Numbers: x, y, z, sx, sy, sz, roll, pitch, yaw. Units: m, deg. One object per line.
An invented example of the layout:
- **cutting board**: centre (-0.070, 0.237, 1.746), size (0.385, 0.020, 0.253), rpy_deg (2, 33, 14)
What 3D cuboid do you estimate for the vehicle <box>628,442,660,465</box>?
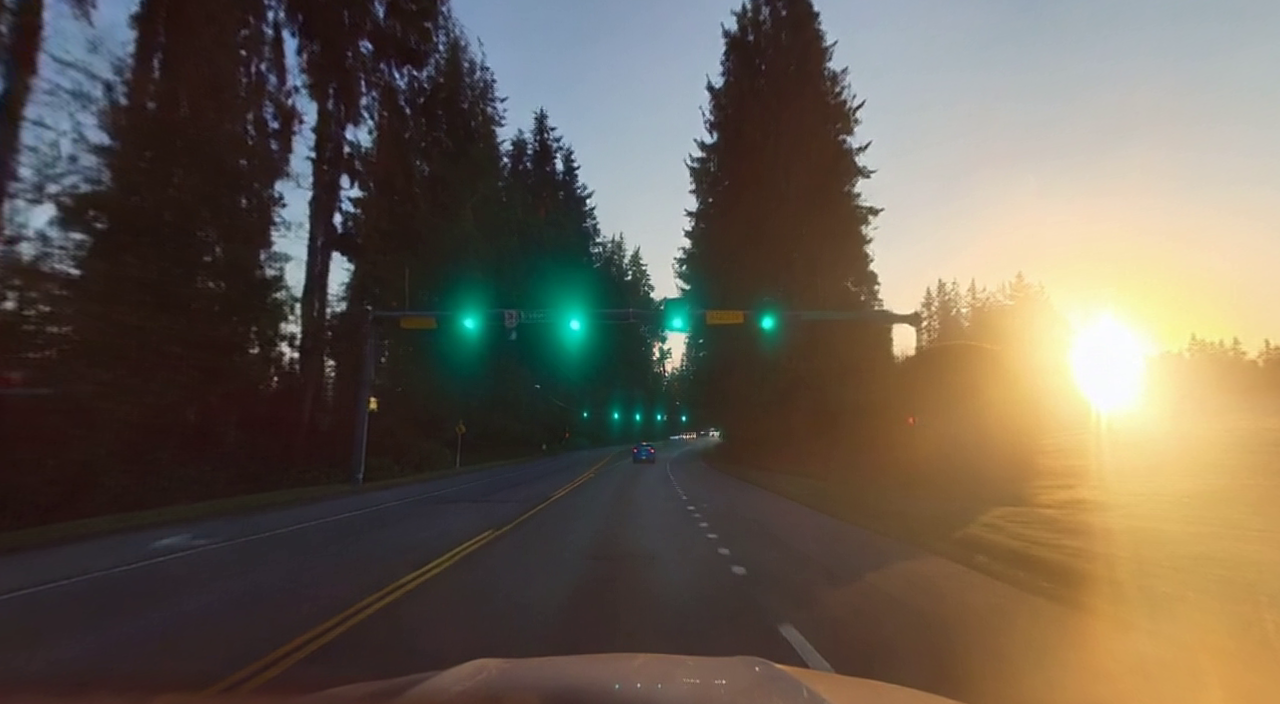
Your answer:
- **vehicle**: centre (0.313, 6.855, 42.752), size (2.042, 1.489, 3.963), rpy_deg (-1, -9, 2)
